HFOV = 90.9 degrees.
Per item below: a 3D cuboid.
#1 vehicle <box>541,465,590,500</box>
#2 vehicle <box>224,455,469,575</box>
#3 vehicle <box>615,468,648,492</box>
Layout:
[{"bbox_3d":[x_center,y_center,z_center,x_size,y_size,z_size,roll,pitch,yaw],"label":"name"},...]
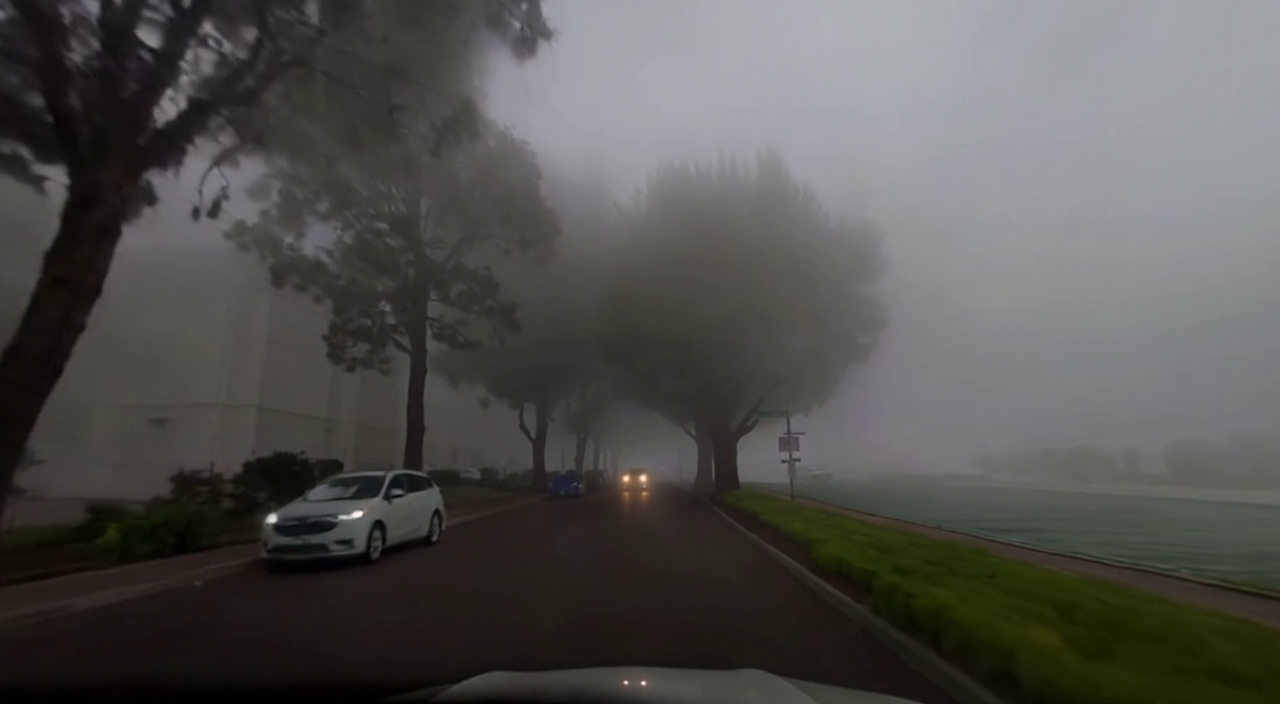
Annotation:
[{"bbox_3d":[-3.648,6.495,31.560,2.011,1.596,3.760,-1,-10,0],"label":"vehicle"},{"bbox_3d":[-4.446,2.523,10.425,1.903,1.542,4.115,-1,-10,3],"label":"vehicle"},{"bbox_3d":[-0.511,8.482,41.860,1.978,1.453,4.314,1,-11,2],"label":"vehicle"}]
